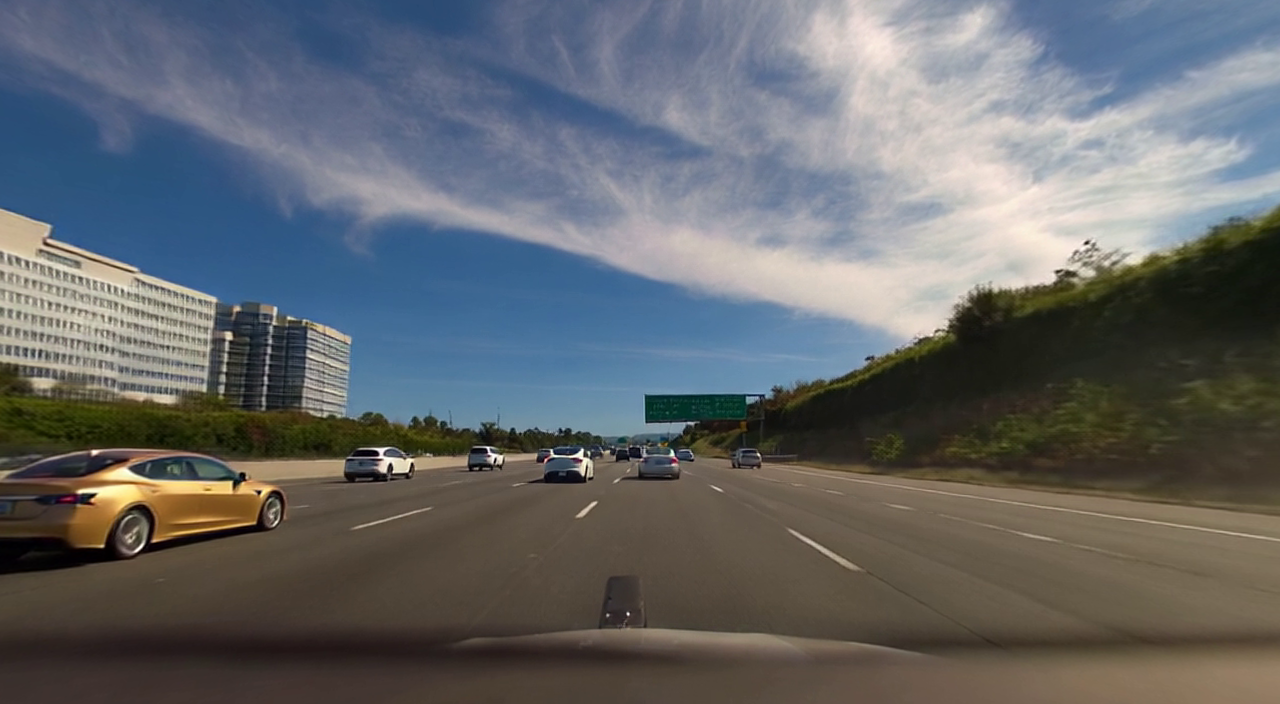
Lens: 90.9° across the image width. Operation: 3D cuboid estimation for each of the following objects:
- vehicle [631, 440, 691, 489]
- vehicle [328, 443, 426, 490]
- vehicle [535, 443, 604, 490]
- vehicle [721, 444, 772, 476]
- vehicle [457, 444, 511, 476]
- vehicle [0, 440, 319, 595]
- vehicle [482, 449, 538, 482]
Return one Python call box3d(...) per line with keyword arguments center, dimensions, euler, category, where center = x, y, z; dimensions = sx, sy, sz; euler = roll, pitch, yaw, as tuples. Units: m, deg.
box3d(center=(0.767, 4.266, 24.343), dimensions=(2.114, 1.715, 4.136), euler=(0, -8, 0), category="vehicle")
box3d(center=(-10.366, 4.504, 25.225), dimensions=(1.947, 1.683, 4.331), euler=(0, -8, 1), category="vehicle")
box3d(center=(-2.623, 4.385, 24.522), dimensions=(2.102, 1.624, 4.257), euler=(0, -8, 1), category="vehicle")
box3d(center=(6.306, 6.445, 37.881), dimensions=(2.071, 1.754, 4.484), euler=(0, -8, -3), category="vehicle")
box3d(center=(-10.036, 6.954, 40.968), dimensions=(2.187, 1.851, 5.085), euler=(0, -8, 1), category="vehicle")
box3d(center=(-6.636, 1.948, 8.475), dimensions=(2.116, 1.473, 4.644), euler=(0, -8, 1), category="vehicle")
box3d(center=(-6.416, 5.624, 31.597), dimensions=(1.886, 1.455, 4.148), euler=(0, -8, 1), category="vehicle")
